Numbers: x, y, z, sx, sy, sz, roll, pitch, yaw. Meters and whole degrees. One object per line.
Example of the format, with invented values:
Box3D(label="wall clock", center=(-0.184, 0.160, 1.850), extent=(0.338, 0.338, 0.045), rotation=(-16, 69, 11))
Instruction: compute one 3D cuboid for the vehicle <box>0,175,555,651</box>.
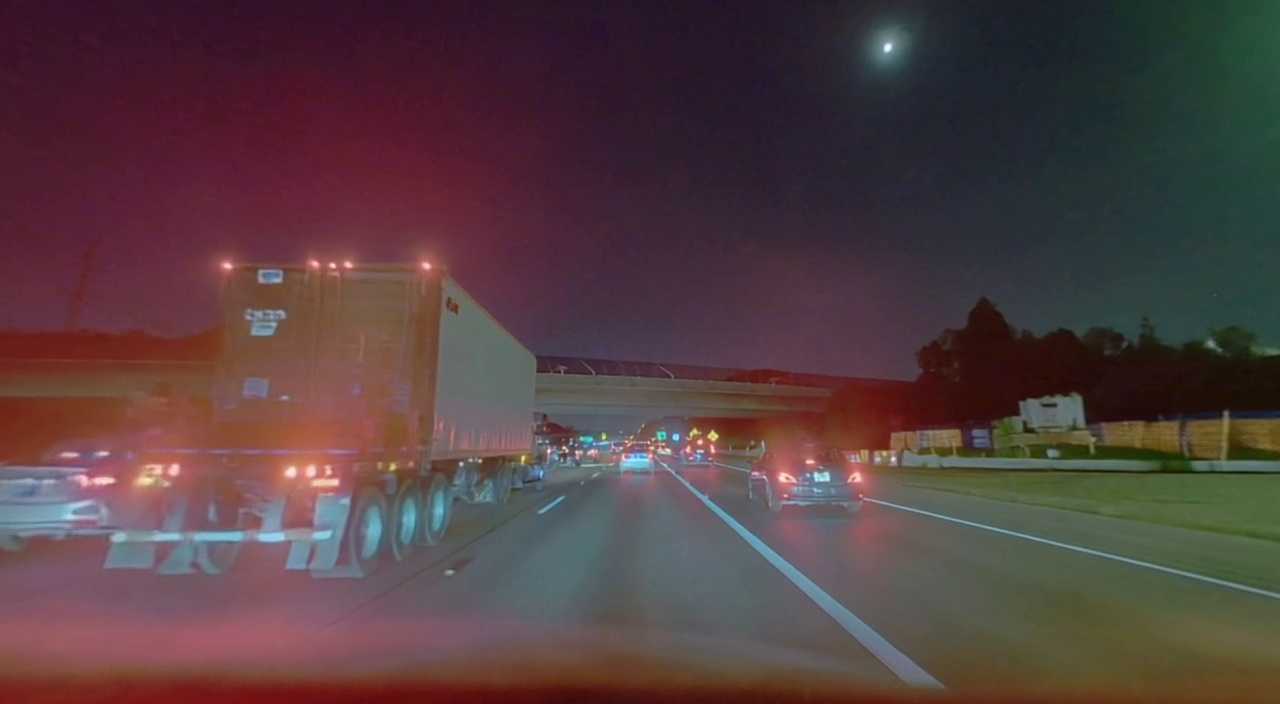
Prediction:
Box3D(label="vehicle", center=(-3.683, 1.142, 9.849), extent=(3.075, 3.276, 11.073), rotation=(0, -8, 1))

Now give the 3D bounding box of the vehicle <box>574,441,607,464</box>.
Box3D(label="vehicle", center=(-3.746, 7.642, 48.208), extent=(2.124, 1.639, 4.344), rotation=(0, -8, 1))

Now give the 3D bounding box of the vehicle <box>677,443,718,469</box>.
Box3D(label="vehicle", center=(3.386, 6.215, 38.028), extent=(2.003, 1.465, 4.092), rotation=(0, -8, -1))

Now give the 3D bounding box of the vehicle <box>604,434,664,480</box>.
Box3D(label="vehicle", center=(-0.221, 4.280, 25.961), extent=(2.270, 1.696, 4.061), rotation=(0, -8, 0))
